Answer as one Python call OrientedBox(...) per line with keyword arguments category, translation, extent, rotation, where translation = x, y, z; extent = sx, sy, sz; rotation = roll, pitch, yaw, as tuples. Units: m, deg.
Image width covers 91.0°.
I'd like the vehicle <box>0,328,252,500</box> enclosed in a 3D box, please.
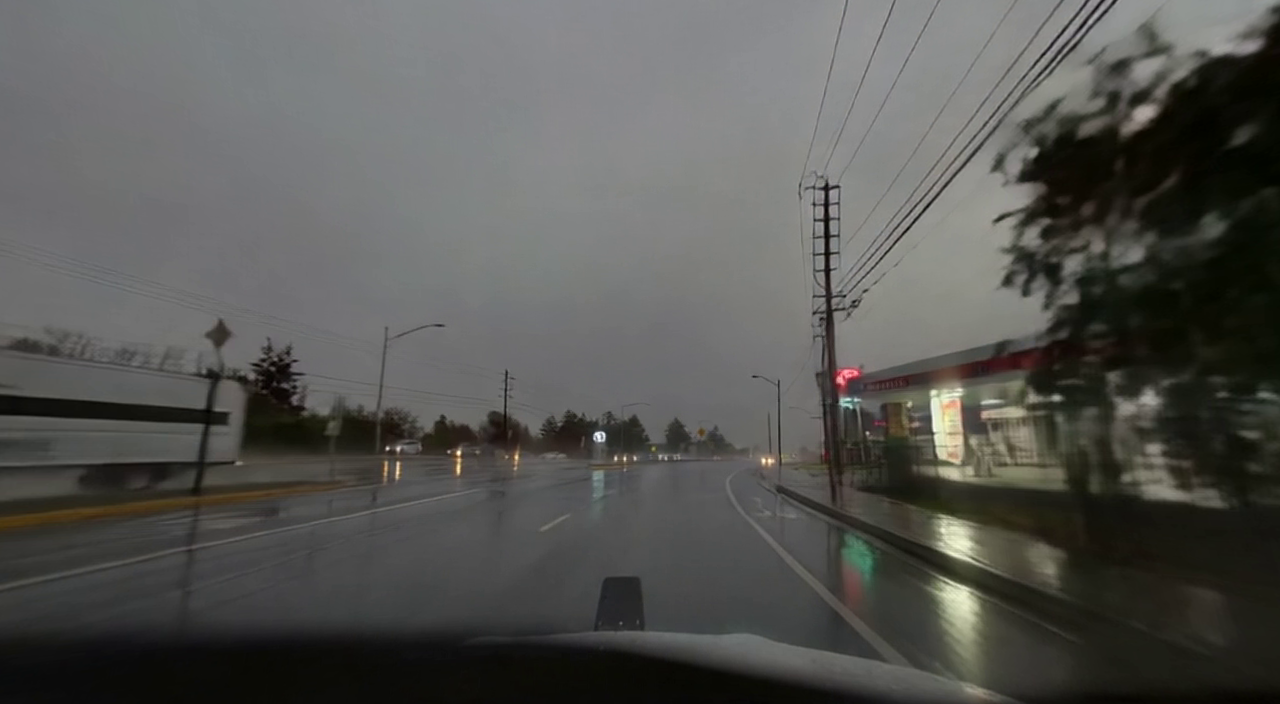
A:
OrientedBox(category="vehicle", translation=(-16.052, 1.786, 16.836), extent=(2.994, 3.930, 11.114), rotation=(-1, -9, 8))
